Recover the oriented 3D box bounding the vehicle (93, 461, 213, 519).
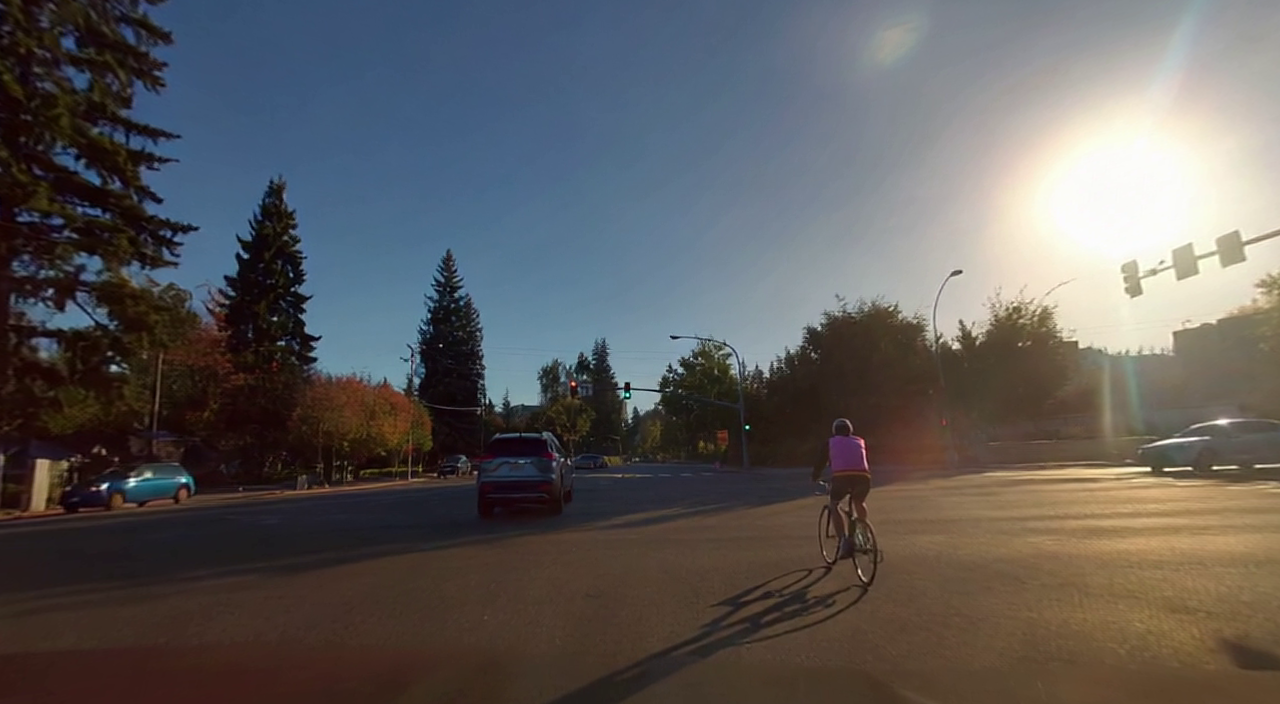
[{"bbox_3d":[-14.913,4.178,19.614,2.171,1.474,4.513,5,-10,-28],"label":"vehicle"}]

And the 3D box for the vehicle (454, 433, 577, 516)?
[{"bbox_3d":[-2.904,2.967,15.872,2.049,1.756,4.602,0,-8,1],"label":"vehicle"}]

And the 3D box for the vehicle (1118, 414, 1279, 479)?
[{"bbox_3d":[19.066,3.185,21.269,4.237,1.948,1.997,-1,-10,-8],"label":"vehicle"}]
